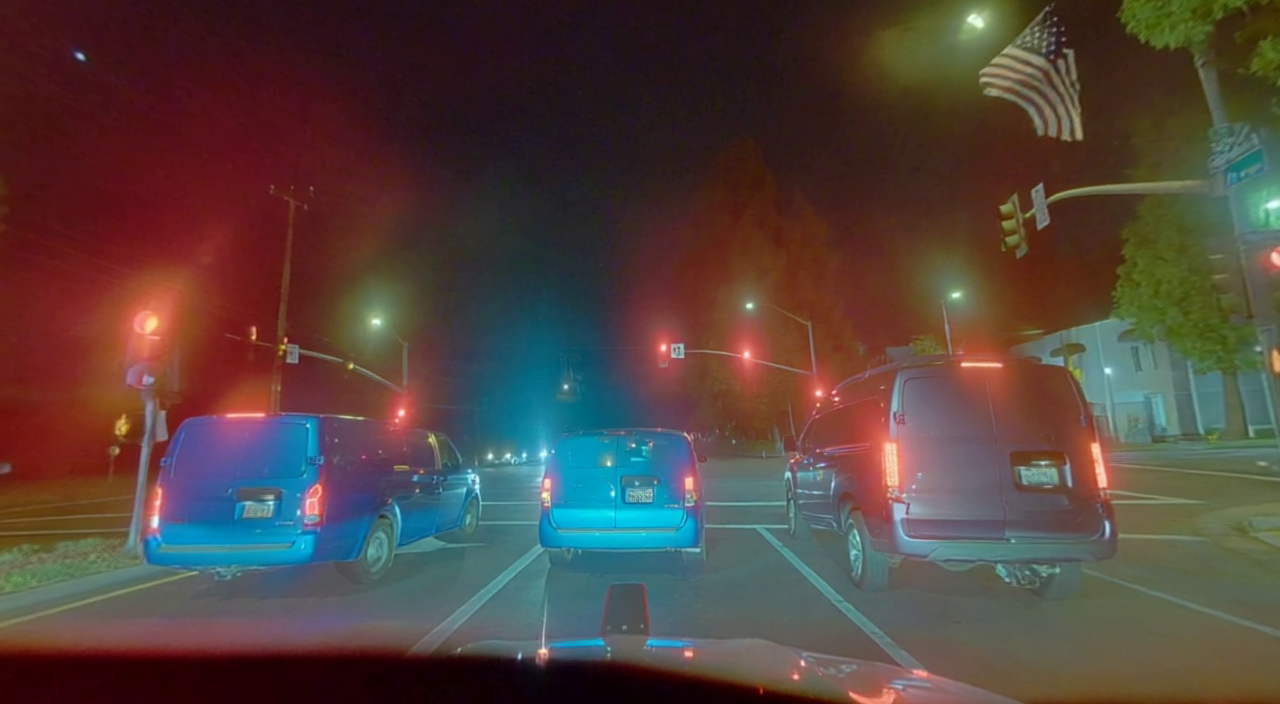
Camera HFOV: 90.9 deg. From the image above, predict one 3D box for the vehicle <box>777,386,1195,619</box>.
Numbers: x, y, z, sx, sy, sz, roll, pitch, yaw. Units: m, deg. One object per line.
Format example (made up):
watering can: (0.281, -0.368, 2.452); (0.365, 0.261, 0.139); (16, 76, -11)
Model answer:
vehicle: (3.093, 1.465, 7.029); (2.178, 1.746, 4.400); (0, -9, 1)

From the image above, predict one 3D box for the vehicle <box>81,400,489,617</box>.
vehicle: (-3.303, 1.529, 7.030); (2.024, 1.677, 3.998); (-1, -9, 3)

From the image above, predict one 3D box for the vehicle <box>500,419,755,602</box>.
vehicle: (-0.140, 1.623, 7.349); (2.098, 1.494, 4.118); (0, -9, -1)
